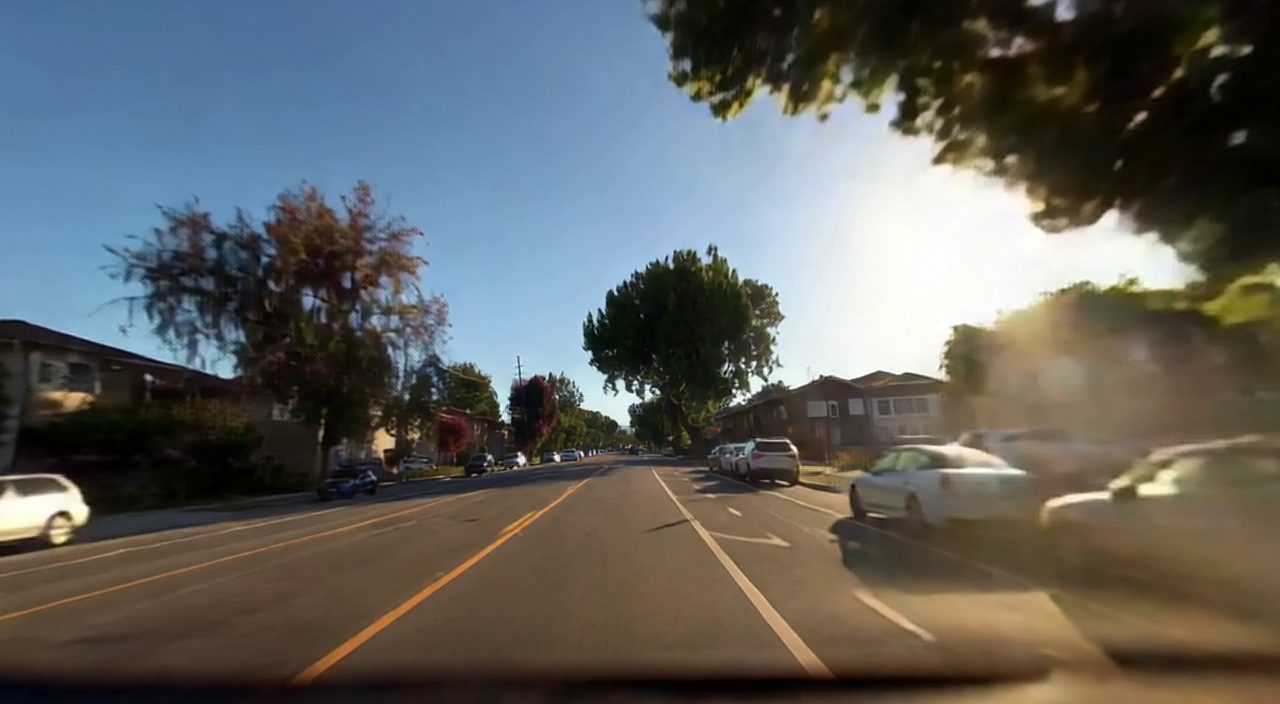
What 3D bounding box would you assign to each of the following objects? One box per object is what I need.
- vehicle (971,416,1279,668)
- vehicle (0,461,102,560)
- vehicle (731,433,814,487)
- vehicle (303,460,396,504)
[{"bbox_3d":[4.839,1.287,4.692,1.933,1.511,5.086,0,-9,-1],"label":"vehicle"},{"bbox_3d":[-12.518,3.000,11.468,2.156,1.692,4.046,-6,-8,-4],"label":"vehicle"},{"bbox_3d":[4.586,3.833,22.625,1.919,1.698,4.747,0,-9,0],"label":"vehicle"},{"bbox_3d":[-12.626,5.634,27.771,1.972,1.475,4.503,-5,-9,-1],"label":"vehicle"}]
